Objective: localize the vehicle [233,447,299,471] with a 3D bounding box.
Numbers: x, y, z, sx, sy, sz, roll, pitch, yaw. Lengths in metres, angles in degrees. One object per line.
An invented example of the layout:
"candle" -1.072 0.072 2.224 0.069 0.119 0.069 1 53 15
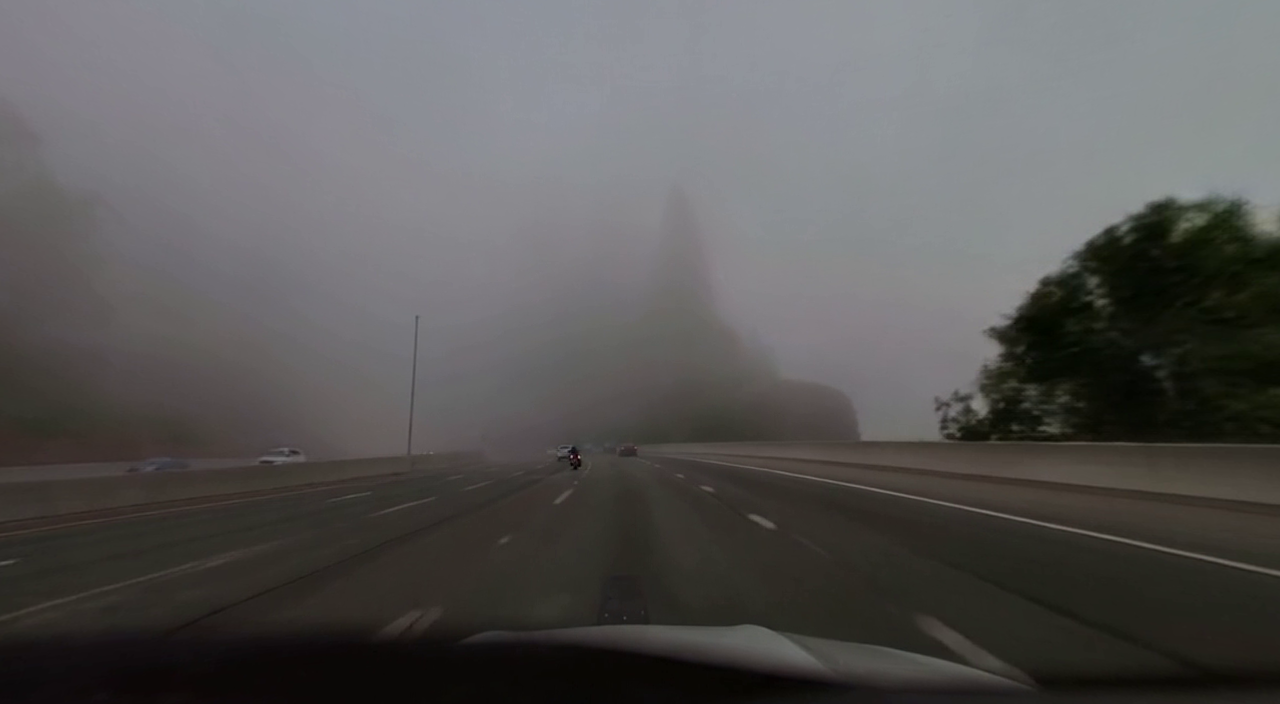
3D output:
"vehicle" -27.972 8.008 47.414 2.049 1.641 5.301 0 -8 -5
